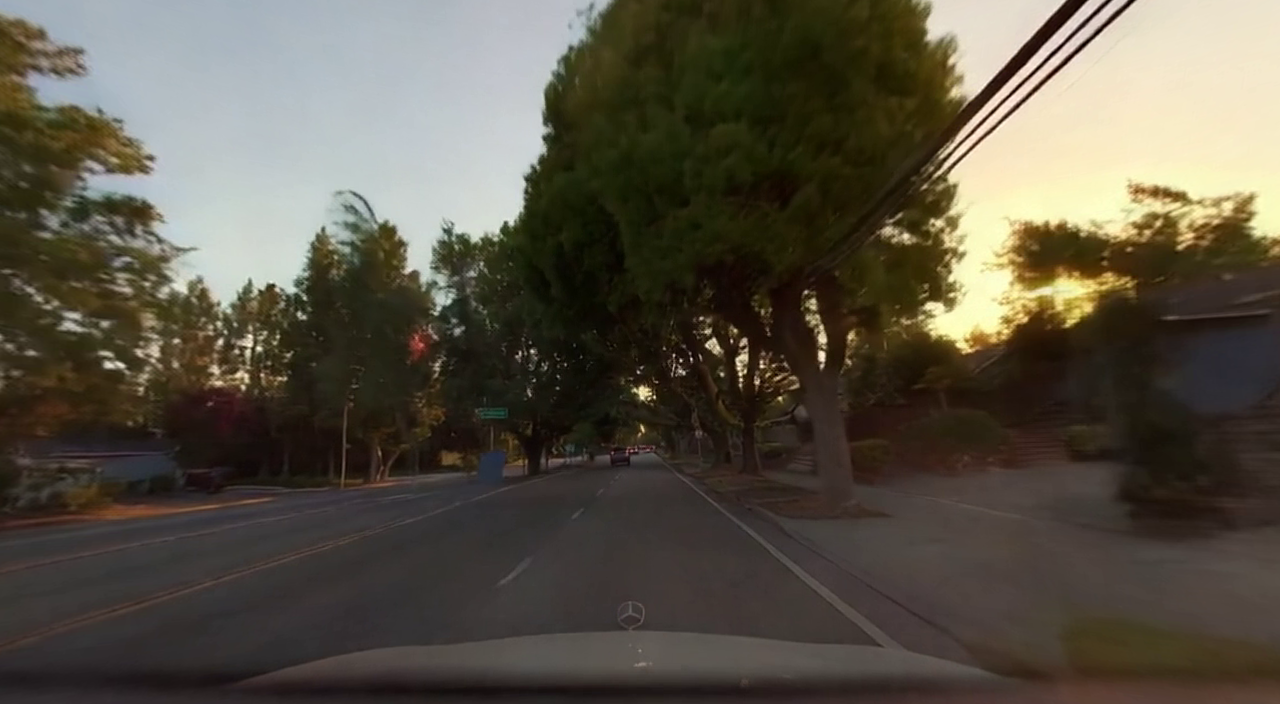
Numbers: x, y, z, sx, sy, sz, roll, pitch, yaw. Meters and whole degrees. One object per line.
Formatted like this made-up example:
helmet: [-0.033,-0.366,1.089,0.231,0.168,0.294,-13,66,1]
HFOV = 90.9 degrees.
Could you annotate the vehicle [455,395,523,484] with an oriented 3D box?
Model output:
vehicle: [-6.716,3.936,28.346,2.365,3.642,3.374,-2,-9,-4]
